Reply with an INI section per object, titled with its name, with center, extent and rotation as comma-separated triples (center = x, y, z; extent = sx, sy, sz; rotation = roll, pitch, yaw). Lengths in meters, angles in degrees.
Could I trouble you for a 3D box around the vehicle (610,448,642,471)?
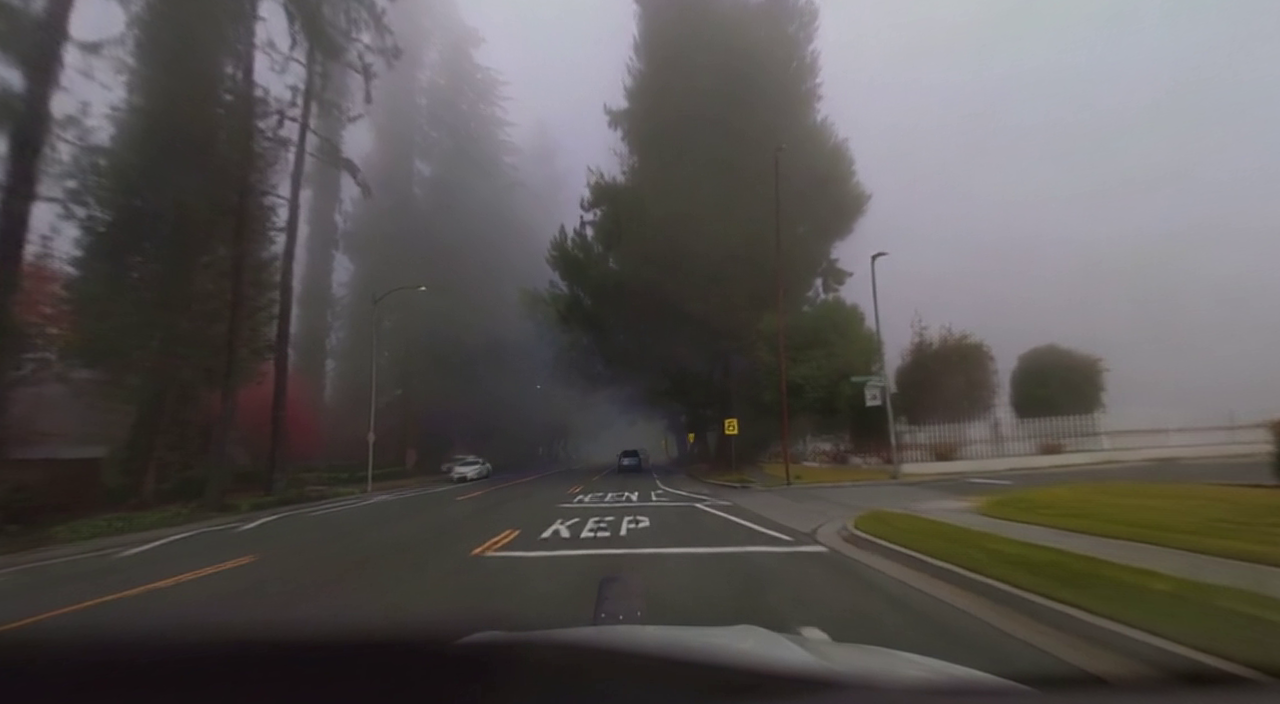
[vehicle]
center = -0.983, 7.391, 43.539
extent = 2.104, 1.500, 3.815
rotation = 0, -9, -2
